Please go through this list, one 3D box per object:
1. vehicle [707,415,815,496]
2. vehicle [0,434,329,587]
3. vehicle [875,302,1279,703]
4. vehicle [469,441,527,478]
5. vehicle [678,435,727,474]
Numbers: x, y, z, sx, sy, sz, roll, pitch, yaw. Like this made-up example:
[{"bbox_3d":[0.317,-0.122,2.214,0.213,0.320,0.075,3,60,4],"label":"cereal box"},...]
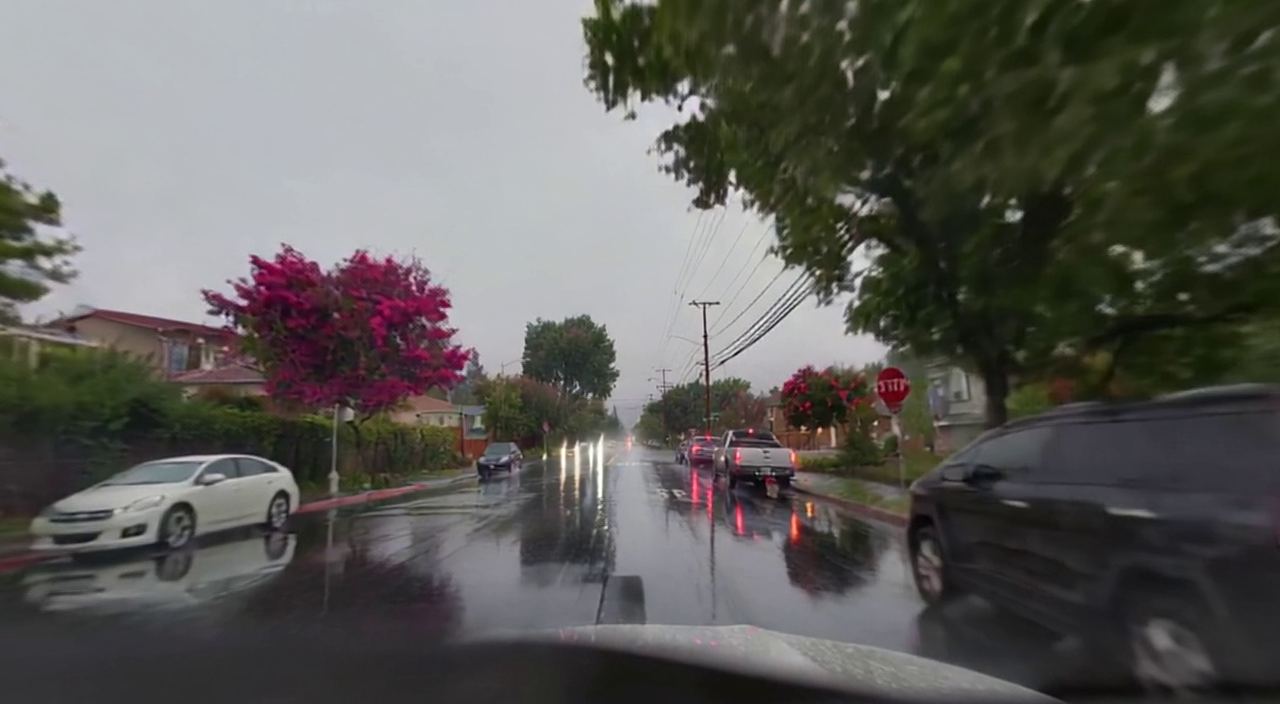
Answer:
[{"bbox_3d":[3.423,3.079,19.138,2.111,2.054,5.748,0,-9,0],"label":"vehicle"},{"bbox_3d":[-6.749,2.181,9.171,2.086,1.516,4.568,-6,-11,1],"label":"vehicle"},{"bbox_3d":[3.202,0.923,3.532,2.069,1.750,4.294,0,-9,0],"label":"vehicle"},{"bbox_3d":[-7.405,5.707,33.309,1.980,1.664,4.342,-5,-11,-1],"label":"vehicle"},{"bbox_3d":[3.059,5.134,31.768,1.993,1.778,4.311,0,-9,0],"label":"vehicle"}]
